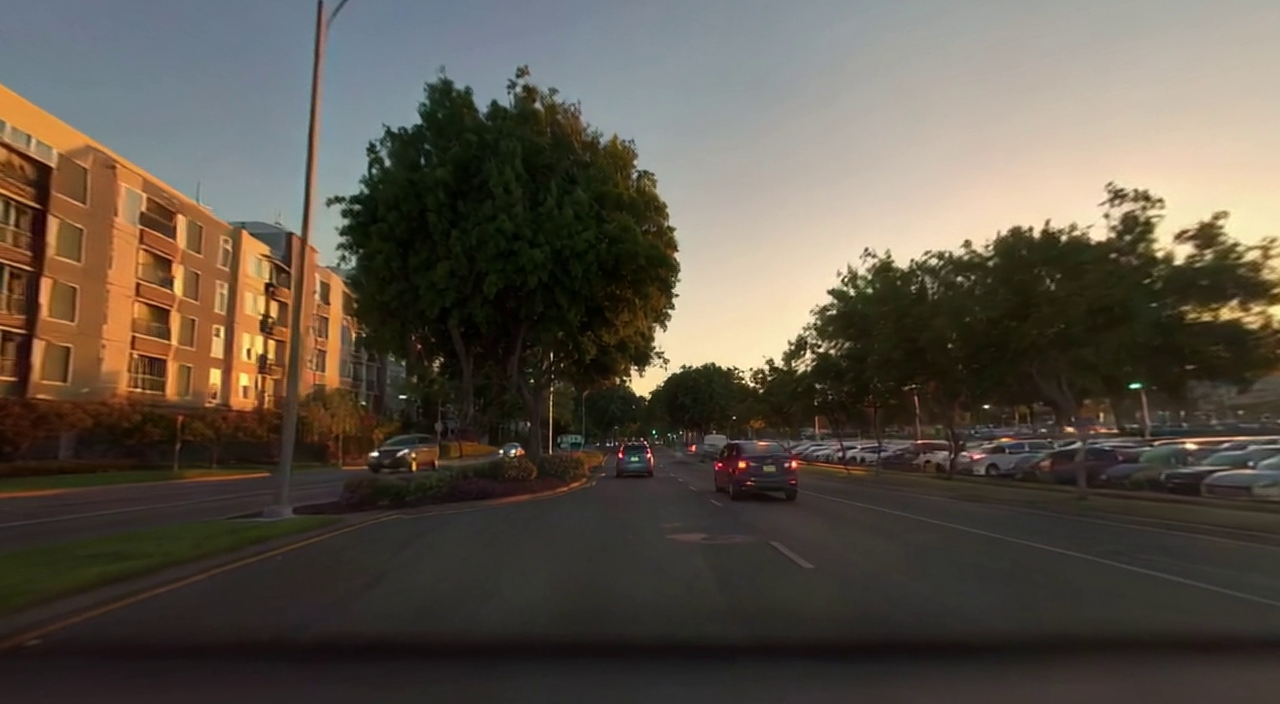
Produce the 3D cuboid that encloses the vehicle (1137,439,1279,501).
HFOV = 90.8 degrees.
[{"bbox_3d":[17.249,3.477,19.105,4.326,1.634,2.115,6,-10,-34],"label":"vehicle"}]

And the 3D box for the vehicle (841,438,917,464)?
[{"bbox_3d":[17.722,7.360,46.996,4.749,1.797,2.120,0,-8,-2],"label":"vehicle"}]

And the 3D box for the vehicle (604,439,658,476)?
[{"bbox_3d":[-0.397,4.435,26.830,2.095,1.456,3.873,0,-8,-1],"label":"vehicle"}]

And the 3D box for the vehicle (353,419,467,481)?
[{"bbox_3d":[-8.742,3.816,24.795,2.285,2.106,5.836,0,-8,0],"label":"vehicle"}]

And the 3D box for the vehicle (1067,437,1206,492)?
[{"bbox_3d":[17.461,3.890,22.196,4.650,1.717,2.258,5,-10,-32],"label":"vehicle"}]

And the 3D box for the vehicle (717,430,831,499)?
[{"bbox_3d":[3.452,2.990,17.223,2.041,1.611,4.426,0,-8,-1],"label":"vehicle"}]
